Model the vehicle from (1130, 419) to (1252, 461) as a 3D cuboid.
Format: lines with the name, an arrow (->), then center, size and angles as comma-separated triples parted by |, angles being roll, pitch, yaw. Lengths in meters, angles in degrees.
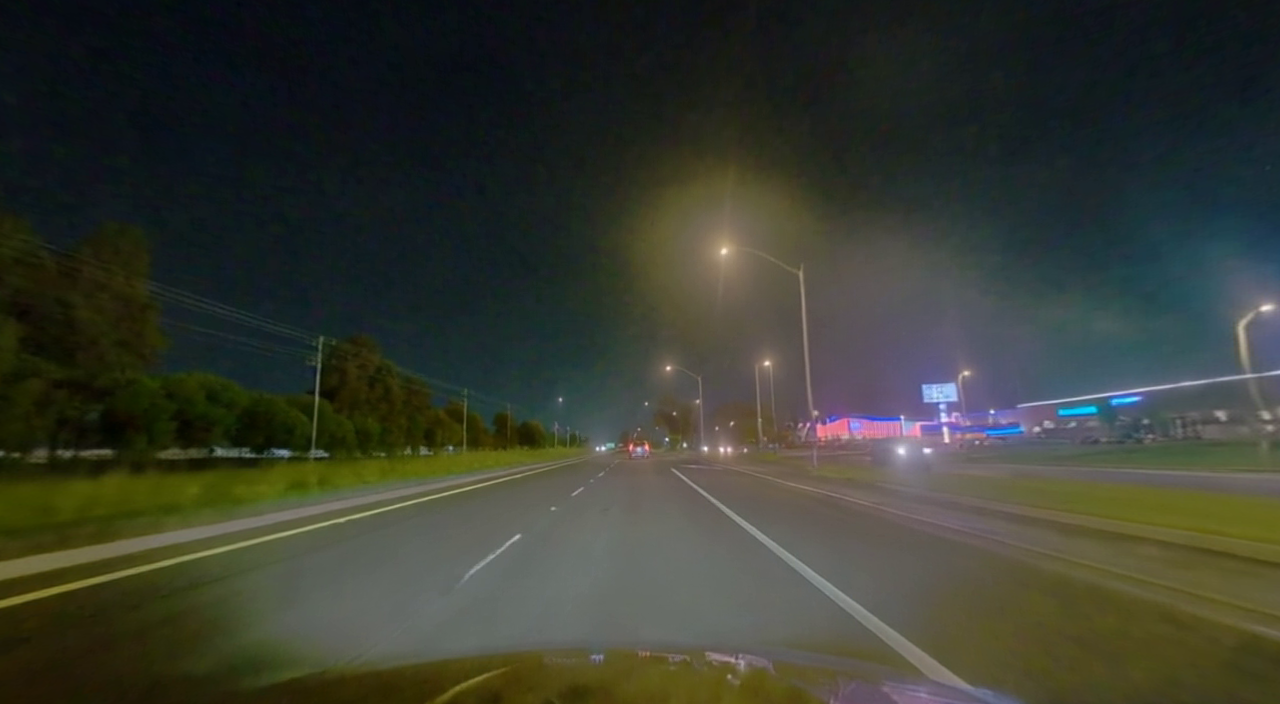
vehicle -> 39.950, 6.424, 45.772 | 6.500, 2.952, 2.604 | 1, -9, -4

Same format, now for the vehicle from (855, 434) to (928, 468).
vehicle -> 15.876, 6.313, 40.121 | 2.331, 1.988, 5.665 | 0, -9, 0

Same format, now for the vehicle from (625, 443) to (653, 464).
vehicle -> -0.117, 8.011, 49.950 | 2.110, 1.555, 4.431 | 0, -9, -1
